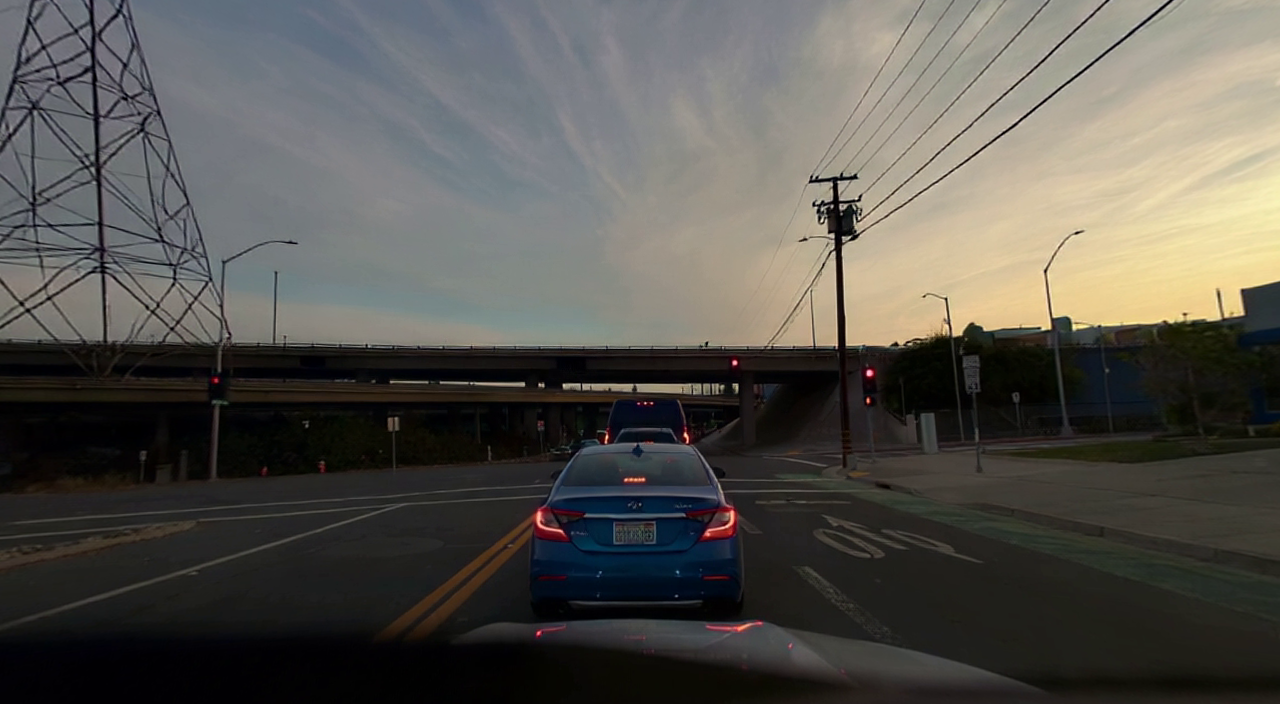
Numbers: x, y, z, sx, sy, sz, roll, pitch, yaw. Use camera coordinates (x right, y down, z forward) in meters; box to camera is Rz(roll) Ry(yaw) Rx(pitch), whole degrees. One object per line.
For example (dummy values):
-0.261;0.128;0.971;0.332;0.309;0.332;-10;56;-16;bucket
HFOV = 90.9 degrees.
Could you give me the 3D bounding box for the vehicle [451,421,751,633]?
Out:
-0.236;1.530;6.482;2.090;1.458;4.033;-1;-9;1;vehicle
